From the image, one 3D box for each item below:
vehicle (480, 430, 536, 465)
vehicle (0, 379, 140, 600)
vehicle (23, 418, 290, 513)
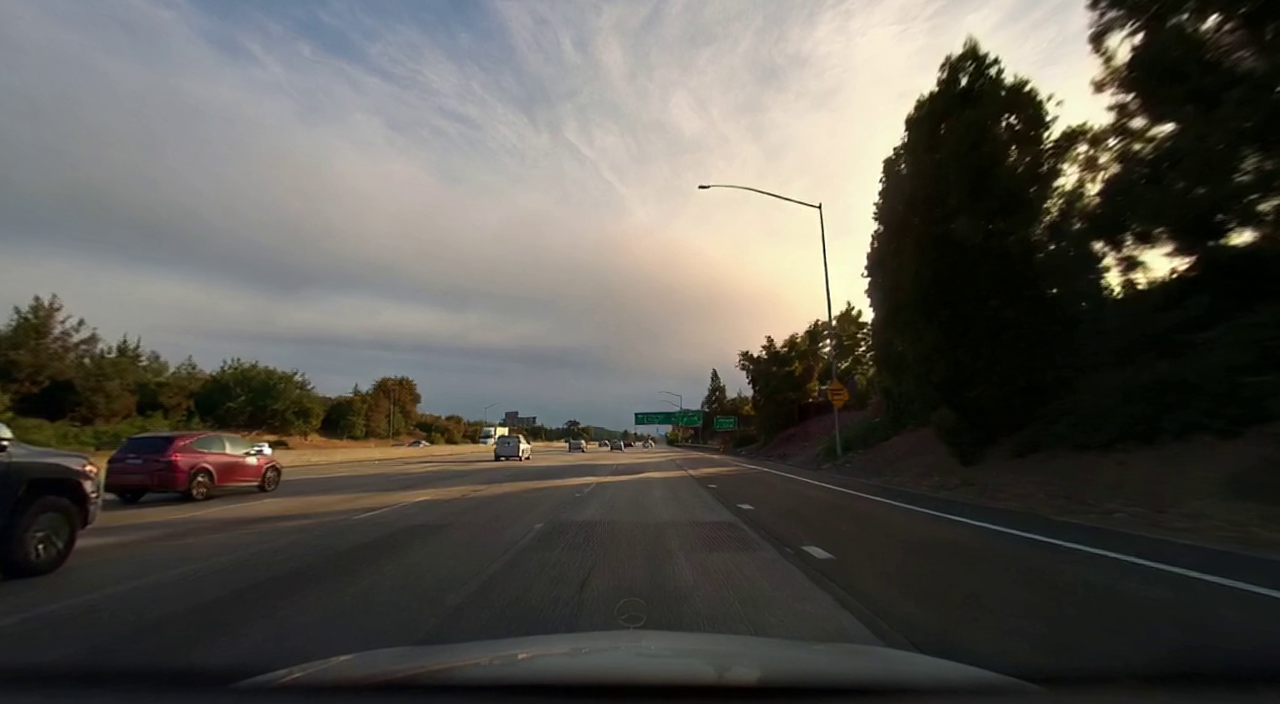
[{"bbox_3d":[-6.880,5.029,33.313,2.009,1.735,4.358,0,-8,0],"label":"vehicle"},{"bbox_3d":[-6.401,0.855,3.307,2.403,1.773,6.276,0,-8,0],"label":"vehicle"},{"bbox_3d":[-9.824,2.336,13.440,2.060,1.662,4.469,0,-8,1],"label":"vehicle"}]
